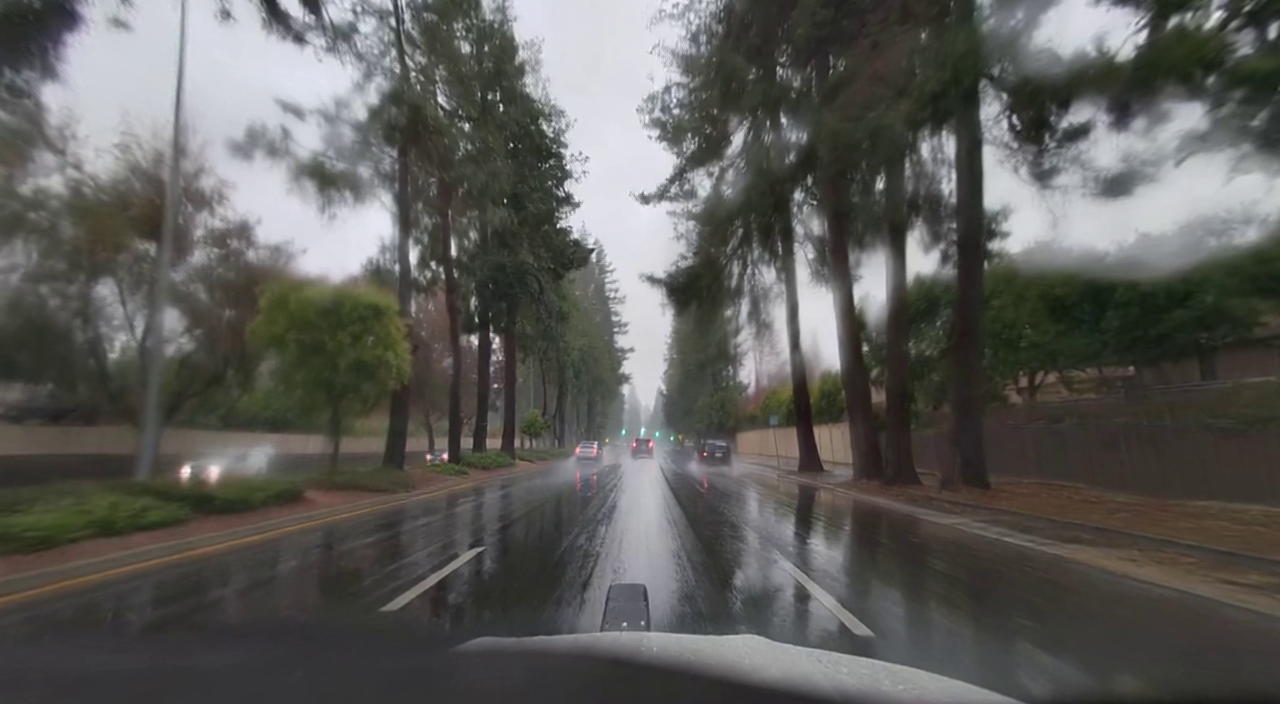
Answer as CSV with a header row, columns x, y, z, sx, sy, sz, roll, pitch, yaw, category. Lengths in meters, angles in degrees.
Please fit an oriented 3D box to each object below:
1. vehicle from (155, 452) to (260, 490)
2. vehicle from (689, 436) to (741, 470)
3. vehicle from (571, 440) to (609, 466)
x,y,z,sx,sy,sz,roll,pitch,yaw,category
-20.802,5.720,30.594,1.902,1.640,4.496,0,-8,0,vehicle
3.925,5.373,33.658,2.182,1.688,4.187,0,-8,-1,vehicle
-3.051,6.228,38.988,1.940,1.473,4.133,0,-8,1,vehicle
